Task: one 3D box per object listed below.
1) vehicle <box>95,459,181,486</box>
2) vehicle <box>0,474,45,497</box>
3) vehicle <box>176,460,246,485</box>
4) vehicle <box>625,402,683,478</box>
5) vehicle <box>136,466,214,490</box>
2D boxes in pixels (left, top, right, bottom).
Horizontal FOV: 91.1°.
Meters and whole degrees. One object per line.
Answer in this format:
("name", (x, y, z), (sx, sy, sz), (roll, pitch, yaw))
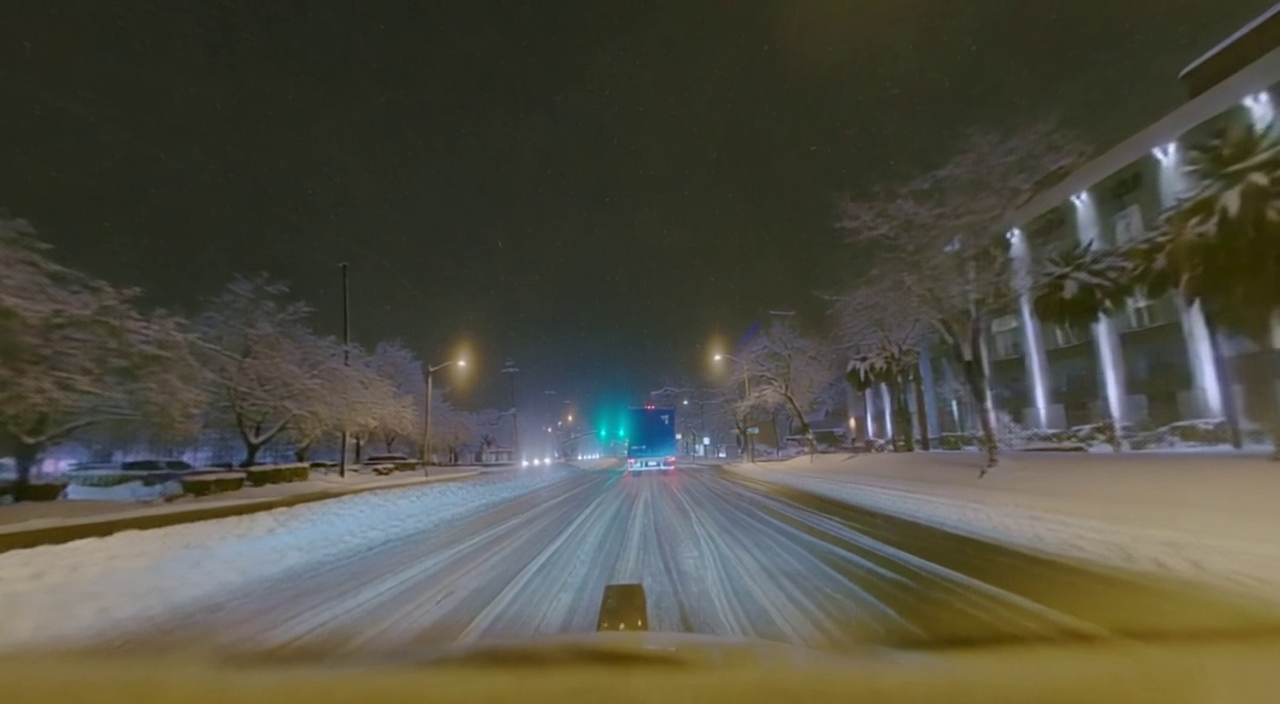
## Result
("vehicle", (-38.925, 9.340, 48.750), (4.931, 1.941, 1.888), (0, -9, 0))
("vehicle", (-48.033, 10.100, 47.589), (1.720, 1.512, 4.058), (0, -9, 1))
("vehicle", (-33.492, 9.416, 49.036), (4.128, 1.603, 1.853), (-3, -9, 1))
("vehicle", (0.619, 5.469, 38.440), (2.992, 3.949, 11.815), (0, -9, -1))
("vehicle", (-34.002, 9.208, 45.981), (4.296, 1.513, 1.825), (0, -7, 3))
